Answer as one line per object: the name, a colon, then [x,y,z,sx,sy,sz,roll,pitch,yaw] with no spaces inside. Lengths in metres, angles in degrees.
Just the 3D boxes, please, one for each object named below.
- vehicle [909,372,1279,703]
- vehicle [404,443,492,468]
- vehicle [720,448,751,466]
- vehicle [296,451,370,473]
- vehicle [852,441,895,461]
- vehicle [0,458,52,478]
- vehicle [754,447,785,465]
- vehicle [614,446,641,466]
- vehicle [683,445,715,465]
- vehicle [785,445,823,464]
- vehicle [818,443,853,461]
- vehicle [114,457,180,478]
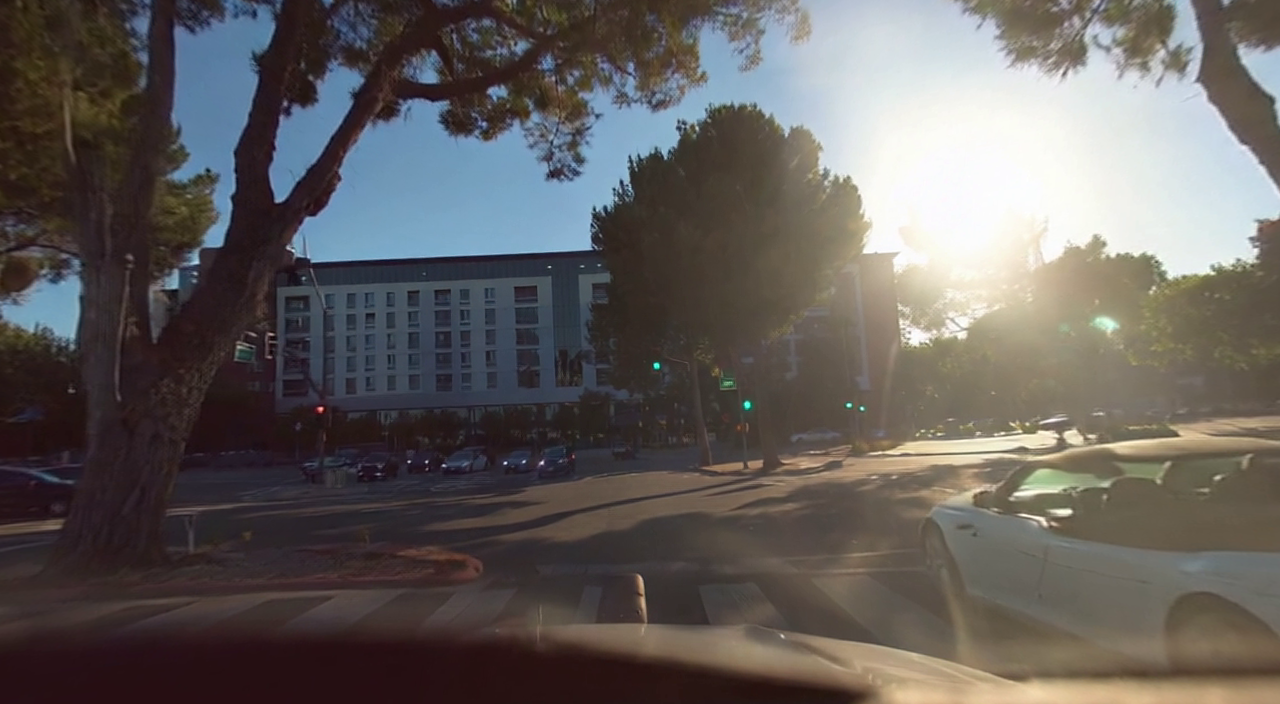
vehicle: [3.324,1.000,3.326,1.903,1.529,4.254,0,-9,0]
vehicle: [-14.675,7.916,48.441,6.021,1.868,2.172,0,-9,1]
vehicle: [7.443,8.185,49.472,1.889,1.358,3.751,0,-9,0]
vehicle: [-21.670,7.792,44.713,4.207,1.508,1.875,0,-9,2]
vehicle: [18.076,7.686,48.955,1.970,1.449,3.604,0,-9,1]
vehicle: [-46.217,8.613,47.066,1.627,1.392,3.330,0,-9,-1]
vehicle: [10.044,8.067,49.181,1.692,1.343,3.352,0,-9,-1]
vehicle: [-1.000,8.113,49.384,2.024,1.489,4.613,0,-9,-1]
vehicle: [4.507,7.978,49.144,1.983,1.453,4.180,0,-9,-1]
vehicle: [12.748,7.982,49.268,2.006,1.371,3.426,0,-9,0]
vehicle: [15.223,7.823,49.380,1.704,1.365,3.315,0,-9,1]
vehicle: [-36.307,8.494,46.617,1.709,1.410,3.945,0,-9,-1]
